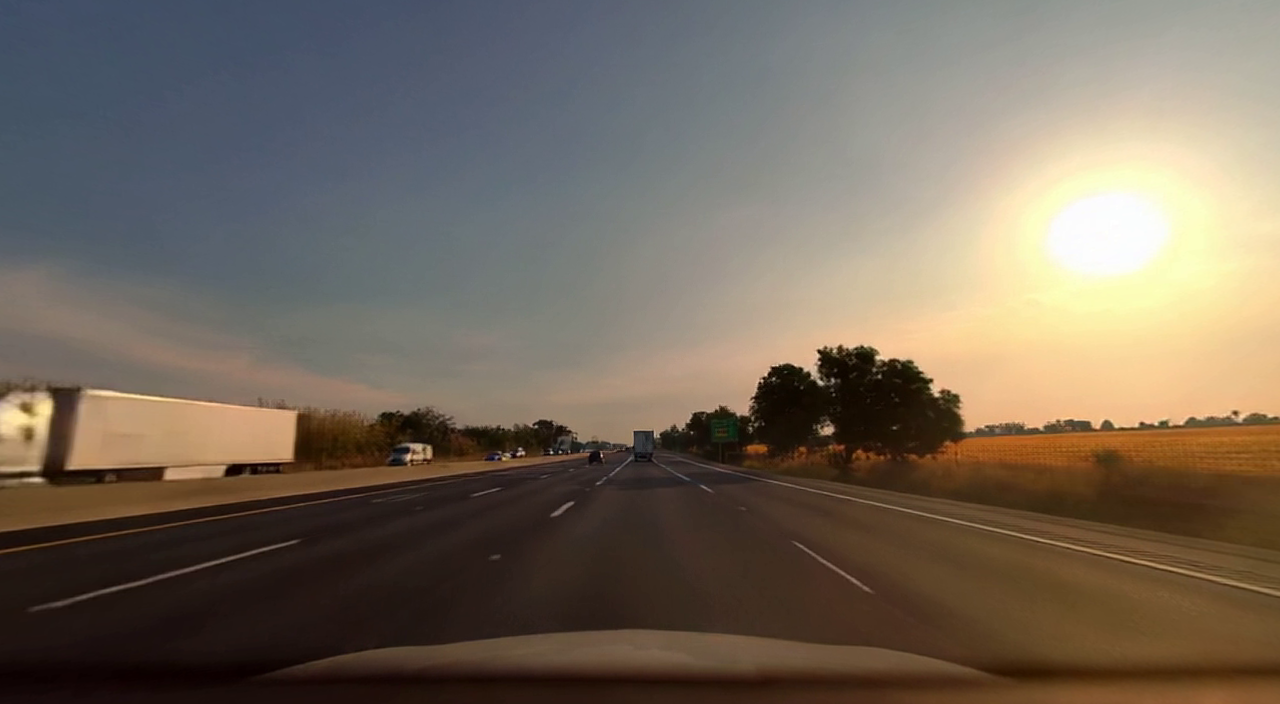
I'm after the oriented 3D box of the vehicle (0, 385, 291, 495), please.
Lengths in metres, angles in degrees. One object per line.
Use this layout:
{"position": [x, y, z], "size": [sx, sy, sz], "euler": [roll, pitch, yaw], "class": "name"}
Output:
{"position": [-22.807, 4.456, 30.996], "size": [3.098, 4.119, 14.343], "euler": [0, -9, 0], "class": "vehicle"}
